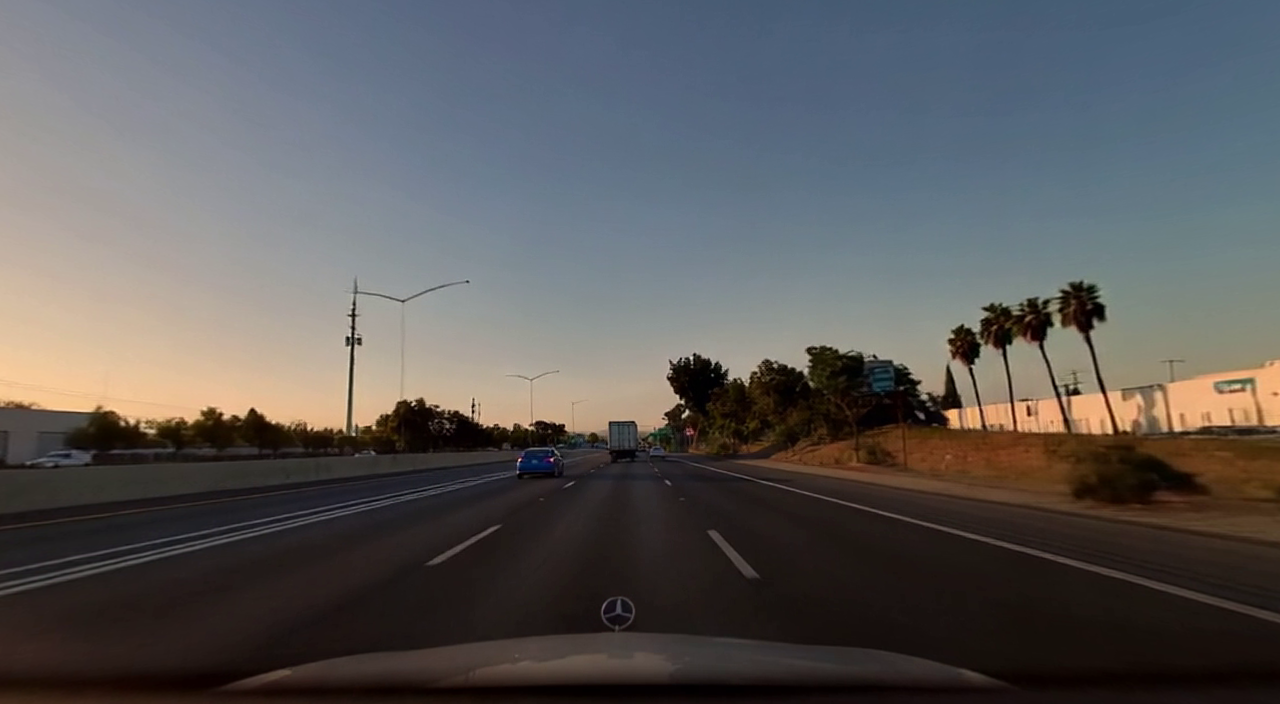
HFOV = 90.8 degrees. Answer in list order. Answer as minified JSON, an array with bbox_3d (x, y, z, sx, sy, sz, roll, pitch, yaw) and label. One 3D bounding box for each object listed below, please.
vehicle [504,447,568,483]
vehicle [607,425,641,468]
[{"bbox_3d":[-4.411,4.855,27.486,2.097,1.447,4.291,0,-8,-1],"label":"vehicle"},{"bbox_3d":[-1.239,7.085,47.250,2.364,2.953,6.495,0,-8,-2],"label":"vehicle"}]
